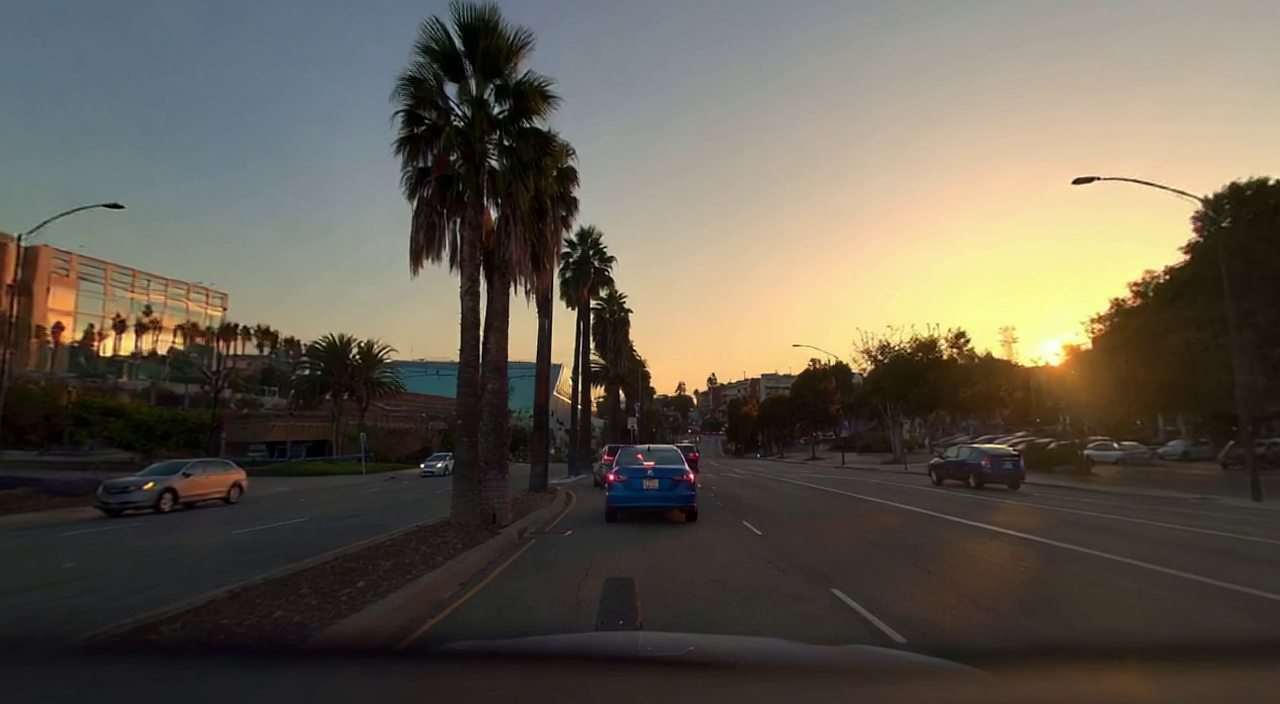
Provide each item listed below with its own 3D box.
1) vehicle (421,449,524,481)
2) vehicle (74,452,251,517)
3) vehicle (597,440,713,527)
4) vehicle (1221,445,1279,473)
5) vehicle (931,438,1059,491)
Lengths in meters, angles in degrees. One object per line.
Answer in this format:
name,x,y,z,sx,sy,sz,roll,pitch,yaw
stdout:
vehicle,-8.284,5.544,31.301,4.585,1.479,2.088,-4,-9,23
vehicle,-13.665,3.753,18.489,1.858,1.604,4.331,0,-8,-1
vehicle,0.251,2.585,13.055,1.986,1.473,4.382,0,-9,0
vehicle,38.041,6.518,38.589,4.418,1.616,1.929,3,-9,-23
vehicle,13.589,4.314,24.647,2.131,1.832,5.203,0,-9,3
